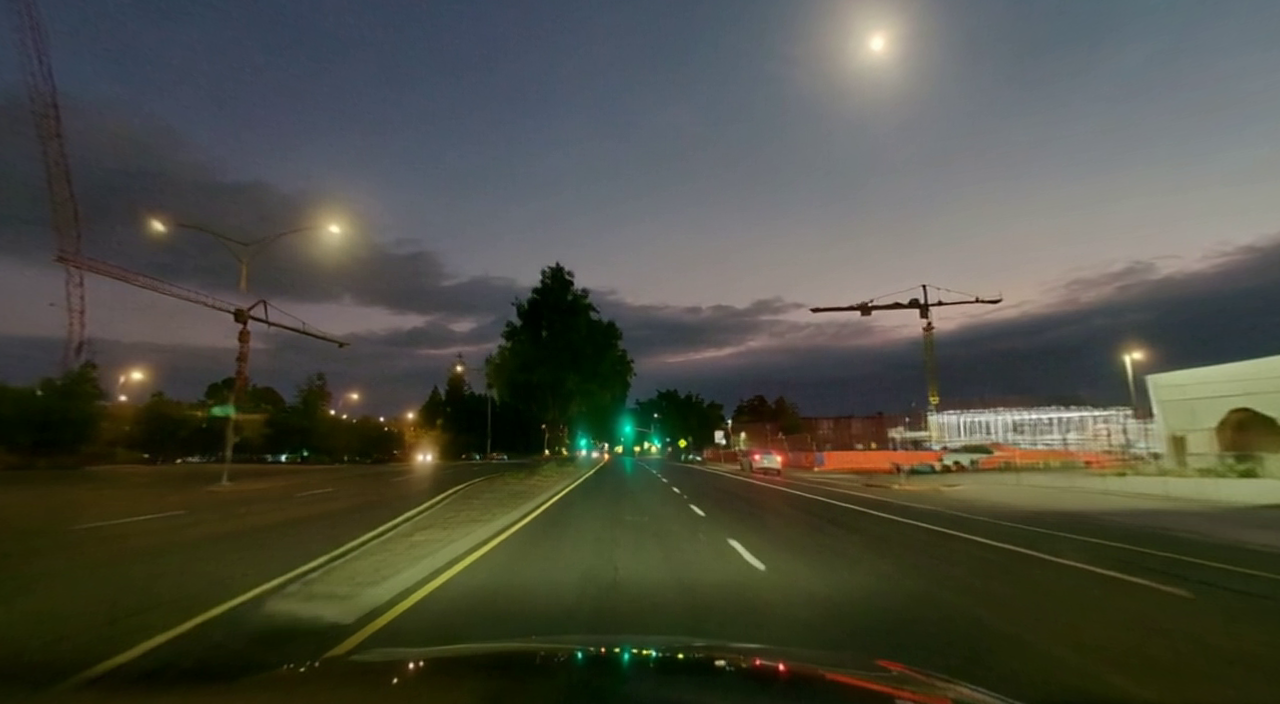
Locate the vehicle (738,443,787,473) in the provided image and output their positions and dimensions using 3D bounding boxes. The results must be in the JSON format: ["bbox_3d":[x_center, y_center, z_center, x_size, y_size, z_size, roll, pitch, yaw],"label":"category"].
[{"bbox_3d":[7.572,6.577,39.469,2.080,1.706,4.392,0,-9,-1],"label":"vehicle"}]

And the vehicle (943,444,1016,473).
[{"bbox_3d":[20.504,6.429,38.370,1.965,1.690,4.077,0,-9,-2],"label":"vehicle"}]

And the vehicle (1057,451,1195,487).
[{"bbox_3d":[20.859,5.012,27.186,4.698,1.386,1.822,0,-10,-8],"label":"vehicle"}]
